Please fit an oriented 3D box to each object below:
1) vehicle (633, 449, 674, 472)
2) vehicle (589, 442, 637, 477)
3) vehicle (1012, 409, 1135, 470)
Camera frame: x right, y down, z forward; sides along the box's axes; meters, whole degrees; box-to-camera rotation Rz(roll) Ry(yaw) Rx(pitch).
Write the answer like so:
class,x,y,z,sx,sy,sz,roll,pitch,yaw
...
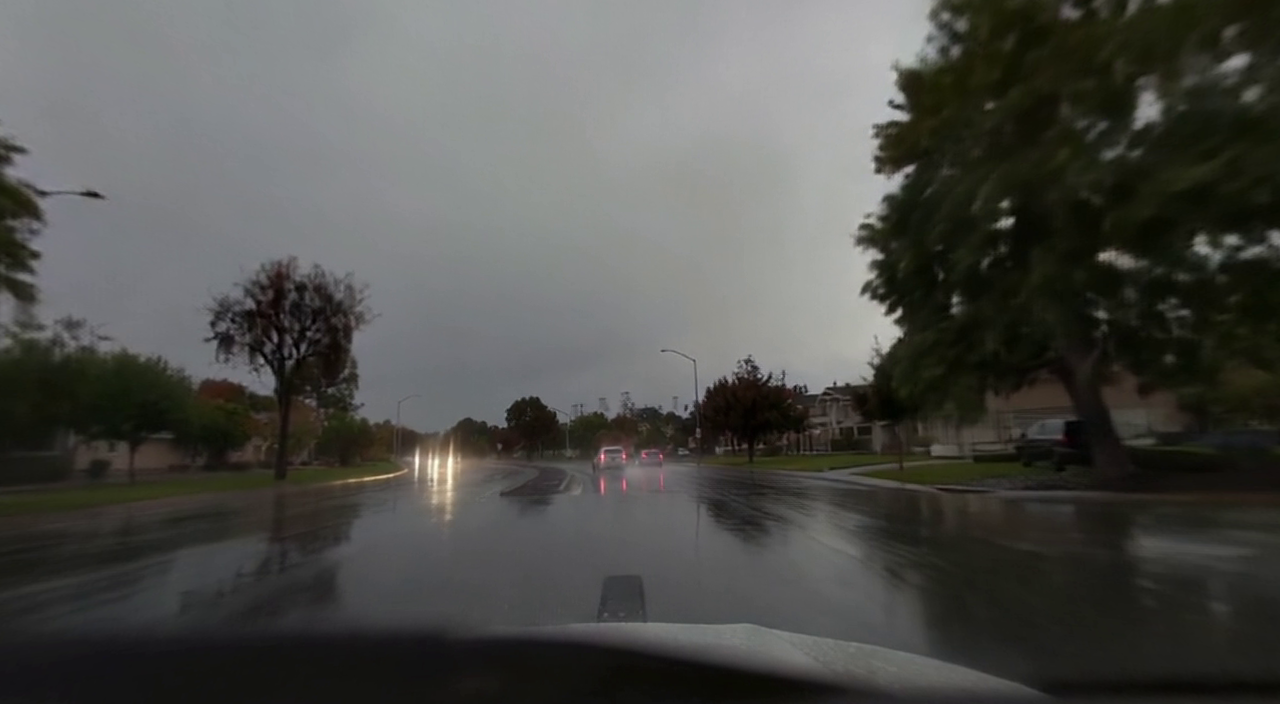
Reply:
class,x,y,z,sx,sy,sz,roll,pitch,yaw
vehicle,0.878,7.695,44.898,1.915,1.495,4.880,2,-9,-11
vehicle,-1.586,5.972,35.065,2.165,1.783,4.391,1,-9,-9
vehicle,15.207,3.160,22.437,2.666,1.892,5.391,-4,-10,25
